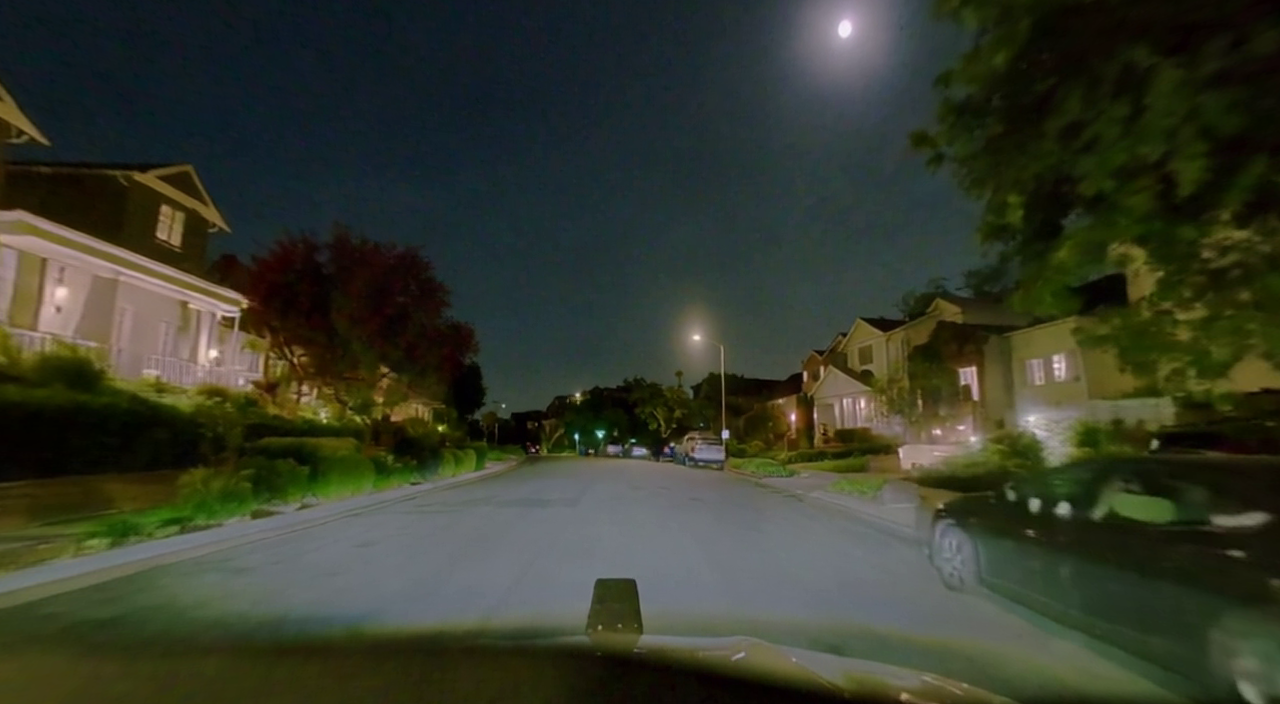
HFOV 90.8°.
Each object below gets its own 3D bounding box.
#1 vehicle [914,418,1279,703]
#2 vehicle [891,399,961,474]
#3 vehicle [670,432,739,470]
[{"bbox_3d":[3.777,1.199,3.838,2.132,1.478,4.685,0,-9,0],"label":"vehicle"},{"bbox_3d":[9.623,2.861,21.250,1.820,2.366,1.453,-5,-10,33],"label":"vehicle"},{"bbox_3d":[3.516,5.532,35.735,2.715,1.900,6.163,2,-8,-5],"label":"vehicle"}]
